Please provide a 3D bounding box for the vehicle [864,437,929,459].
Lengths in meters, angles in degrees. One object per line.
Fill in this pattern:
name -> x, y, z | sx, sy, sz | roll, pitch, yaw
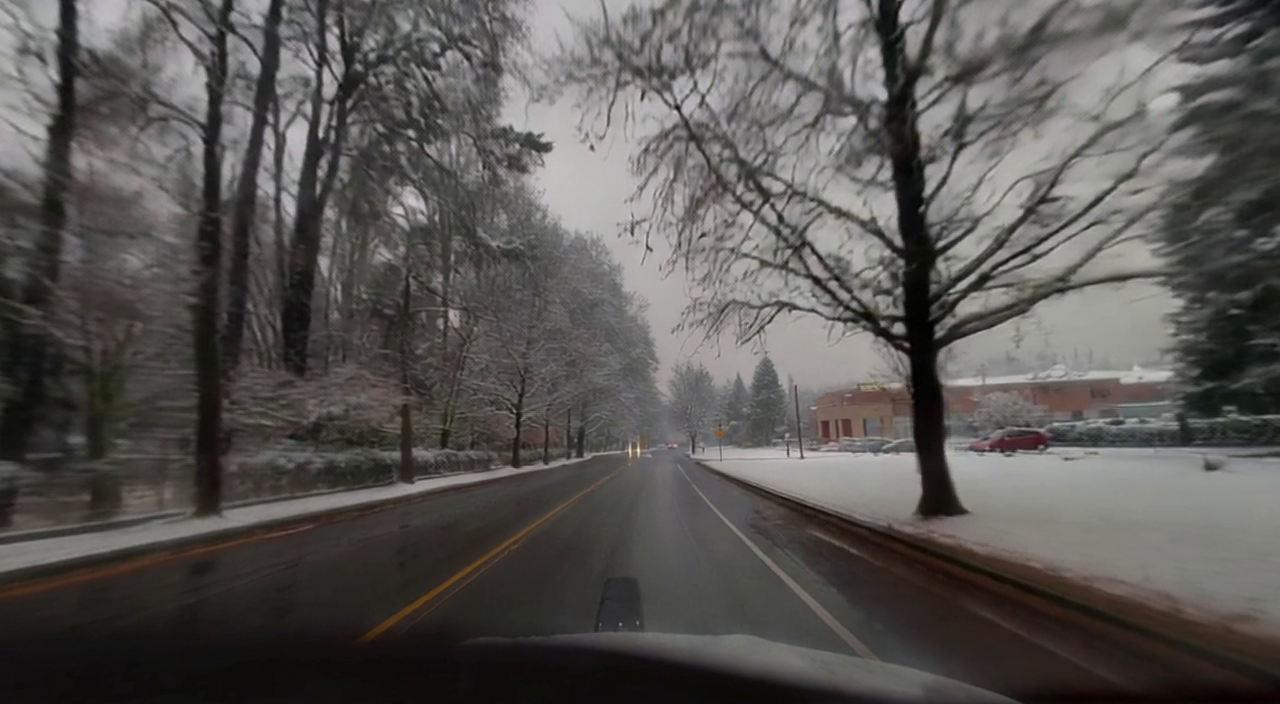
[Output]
vehicle -> 19.716, 7.409, 48.670 | 4.134, 1.580, 1.952 | 1, -9, -10

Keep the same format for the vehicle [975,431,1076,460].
vehicle -> 21.149, 5.122, 34.771 | 4.293, 1.473, 1.843 | 0, -6, 2
